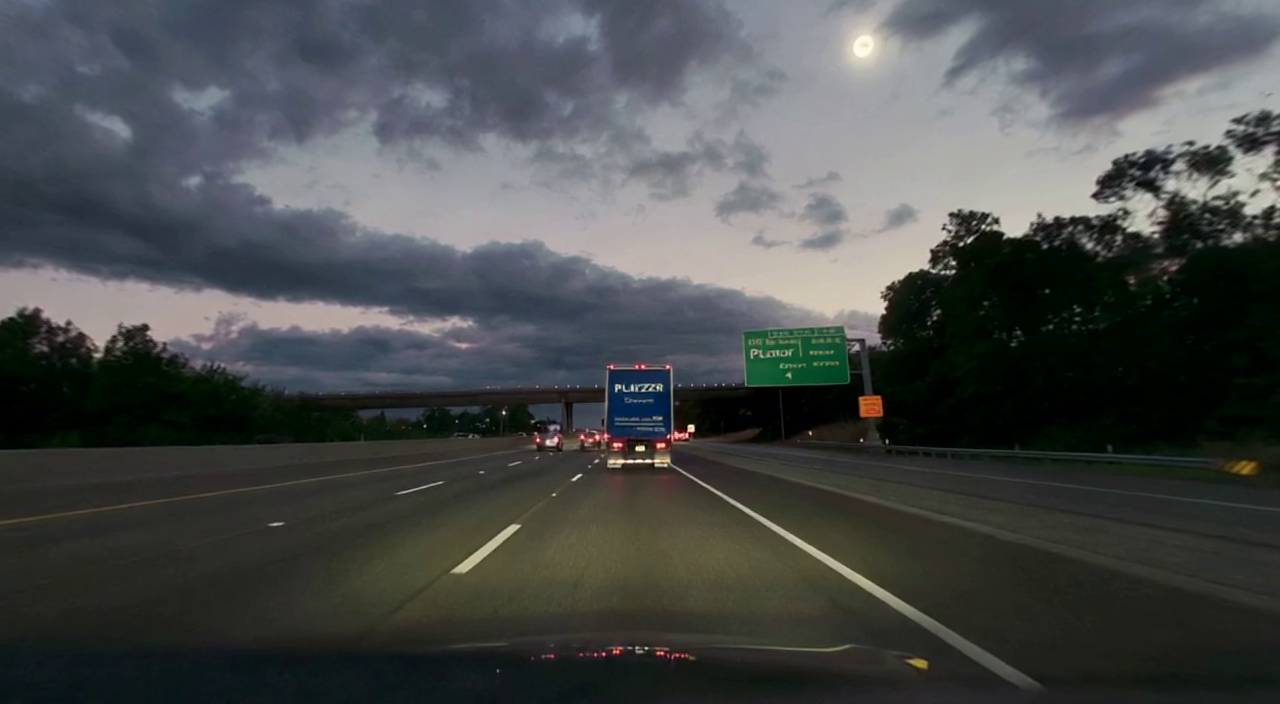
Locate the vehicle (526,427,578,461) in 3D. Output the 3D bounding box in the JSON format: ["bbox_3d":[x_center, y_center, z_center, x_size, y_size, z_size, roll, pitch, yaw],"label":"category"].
[{"bbox_3d":[-4.760,5.061,34.762,2.198,1.712,4.655,0,-8,-1],"label":"vehicle"}]

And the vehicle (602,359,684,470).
[{"bbox_3d":[-0.116,3.023,28.476,2.926,3.959,11.818,0,-8,-2],"label":"vehicle"}]
